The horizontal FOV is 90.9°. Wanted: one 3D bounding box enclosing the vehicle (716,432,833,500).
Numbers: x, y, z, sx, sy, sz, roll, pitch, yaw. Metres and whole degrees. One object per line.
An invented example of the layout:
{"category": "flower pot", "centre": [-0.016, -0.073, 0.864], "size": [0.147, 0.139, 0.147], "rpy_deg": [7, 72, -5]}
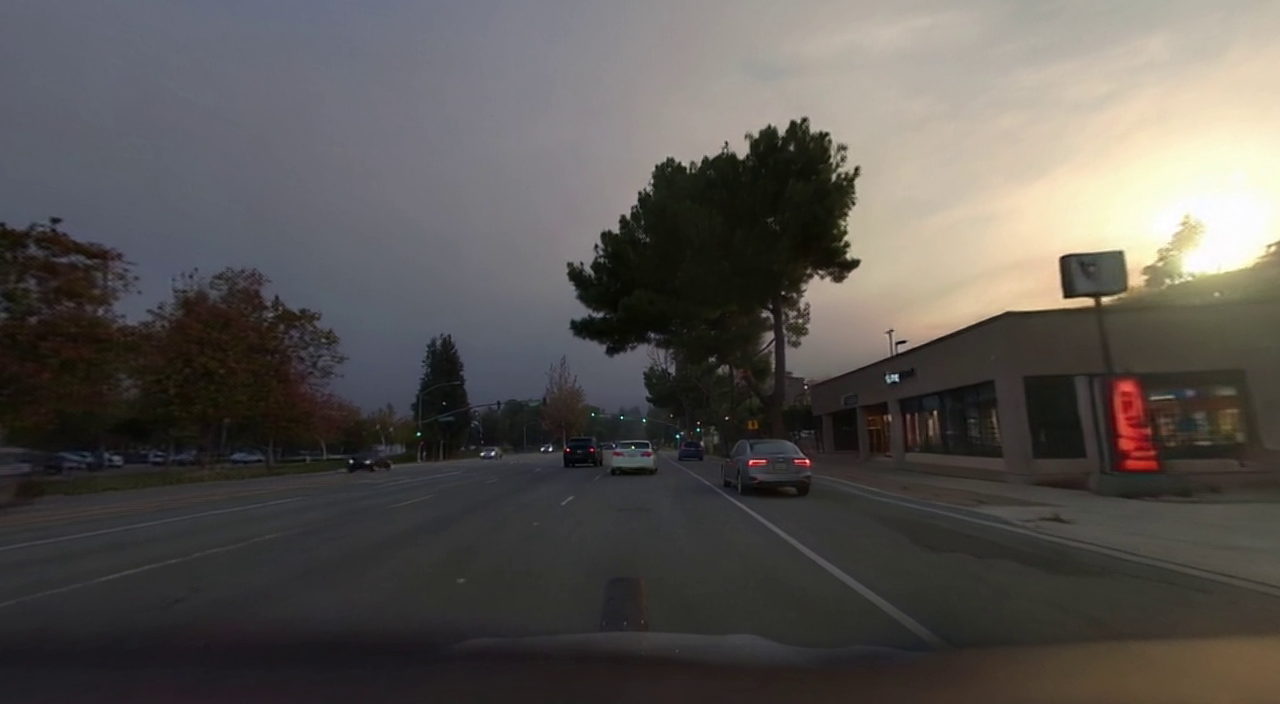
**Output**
{"category": "vehicle", "centre": [3.206, 2.813, 15.994], "size": [1.948, 1.474, 4.360], "rpy_deg": [0, -8, -1]}

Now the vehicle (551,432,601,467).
{"category": "vehicle", "centre": [-3.278, 5.114, 33.131], "size": [2.023, 1.720, 4.452], "rpy_deg": [0, -8, 1]}

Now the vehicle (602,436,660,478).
{"category": "vehicle", "centre": [-0.262, 3.974, 24.085], "size": [1.971, 1.433, 3.923], "rpy_deg": [-1, -8, 3]}

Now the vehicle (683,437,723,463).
{"category": "vehicle", "centre": [3.774, 5.941, 38.334], "size": [1.913, 1.463, 4.198], "rpy_deg": [0, -8, -1]}
